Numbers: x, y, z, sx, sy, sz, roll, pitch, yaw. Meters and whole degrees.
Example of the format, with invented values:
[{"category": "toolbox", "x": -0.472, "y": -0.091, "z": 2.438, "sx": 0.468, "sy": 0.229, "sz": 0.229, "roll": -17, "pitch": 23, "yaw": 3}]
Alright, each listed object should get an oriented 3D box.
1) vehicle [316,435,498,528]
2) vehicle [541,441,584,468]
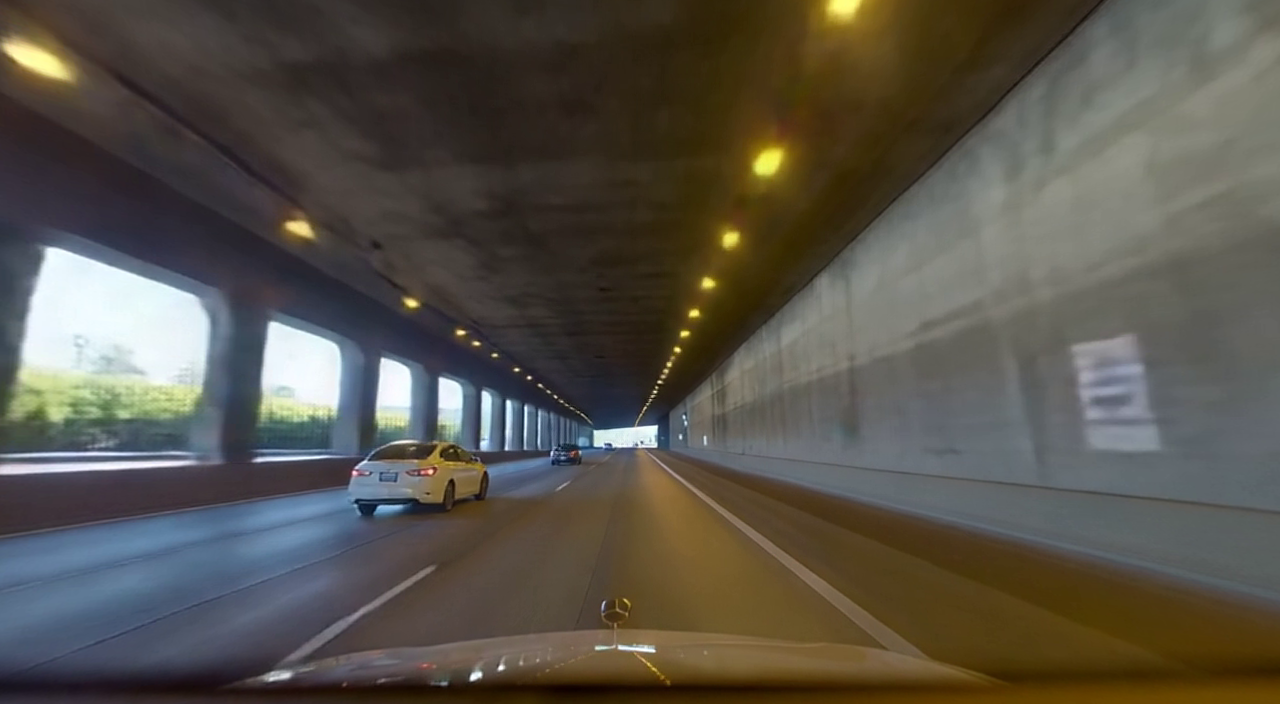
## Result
[{"category": "vehicle", "x": -4.152, "y": 2.351, "z": 12.071, "sx": 1.885, "sy": 1.424, "sz": 4.230, "roll": -1, "pitch": -8, "yaw": 0}, {"category": "vehicle", "x": -4.399, "y": 5.878, "z": 36.334, "sx": 1.973, "sy": 1.474, "sz": 4.199, "roll": -1, "pitch": -8, "yaw": 0}]
